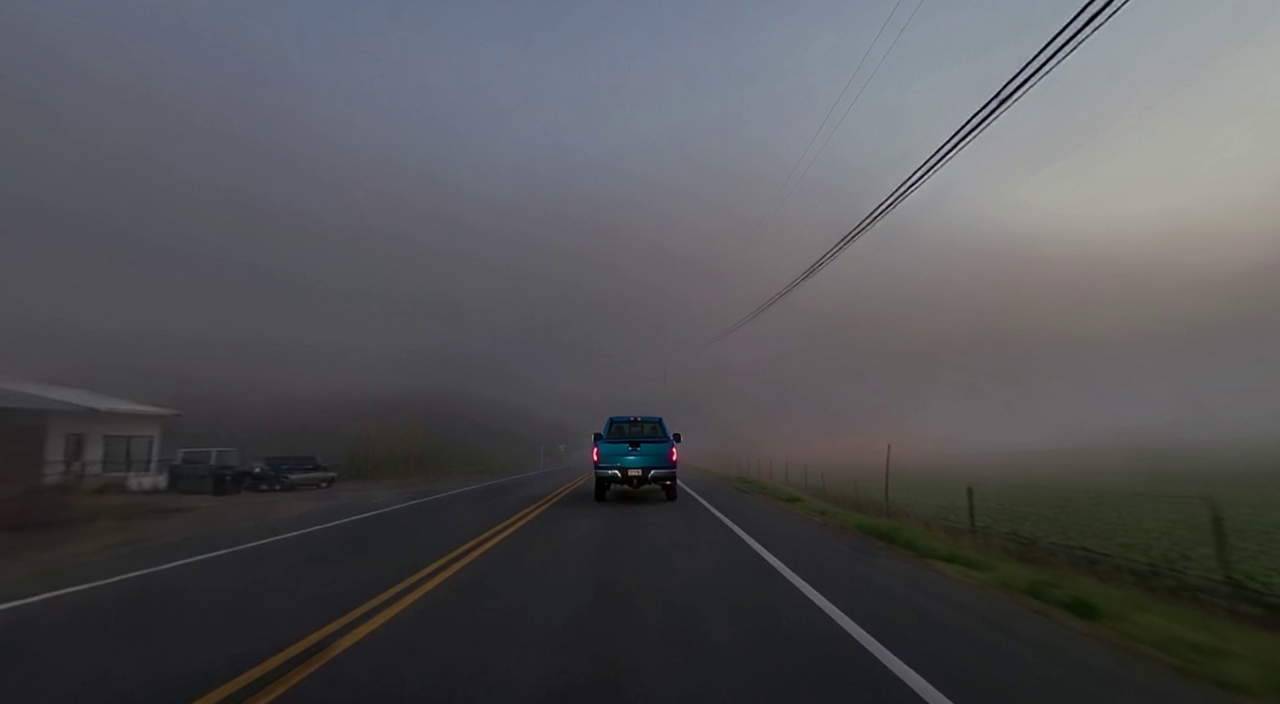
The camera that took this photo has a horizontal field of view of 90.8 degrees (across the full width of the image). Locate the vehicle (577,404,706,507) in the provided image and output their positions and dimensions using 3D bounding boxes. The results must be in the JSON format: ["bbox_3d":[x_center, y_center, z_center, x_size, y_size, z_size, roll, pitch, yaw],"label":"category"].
[{"bbox_3d":[-0.052,2.887,18.028,2.912,2.320,7.292,0,-8,-1],"label":"vehicle"}]
